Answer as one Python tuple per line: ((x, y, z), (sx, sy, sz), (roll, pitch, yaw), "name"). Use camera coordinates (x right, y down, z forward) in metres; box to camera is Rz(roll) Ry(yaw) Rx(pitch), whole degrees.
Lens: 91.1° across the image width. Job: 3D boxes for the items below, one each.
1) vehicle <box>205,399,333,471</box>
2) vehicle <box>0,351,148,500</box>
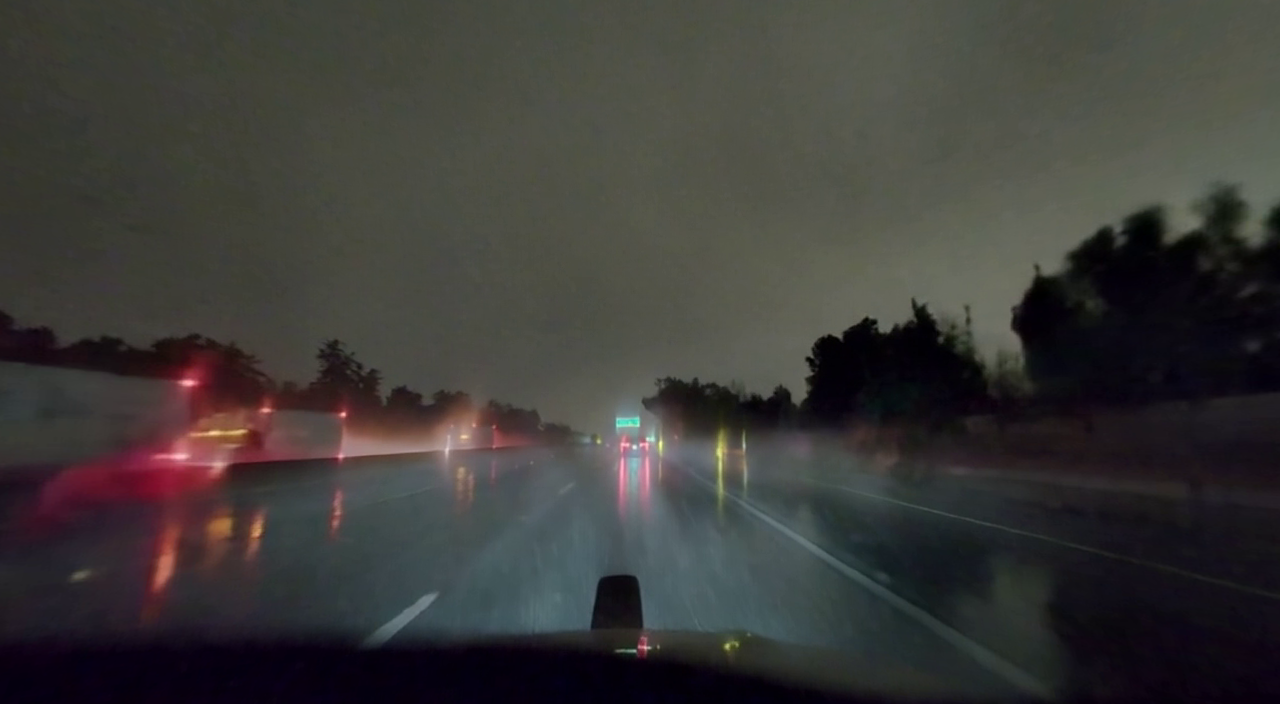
((-23.642, 5.421, 40.845), (3.000, 4.126, 8.473), (0, -8, 0), "vehicle")
((-19.182, 1.740, 15.202), (3.420, 4.048, 14.183), (0, -8, -1), "vehicle")
